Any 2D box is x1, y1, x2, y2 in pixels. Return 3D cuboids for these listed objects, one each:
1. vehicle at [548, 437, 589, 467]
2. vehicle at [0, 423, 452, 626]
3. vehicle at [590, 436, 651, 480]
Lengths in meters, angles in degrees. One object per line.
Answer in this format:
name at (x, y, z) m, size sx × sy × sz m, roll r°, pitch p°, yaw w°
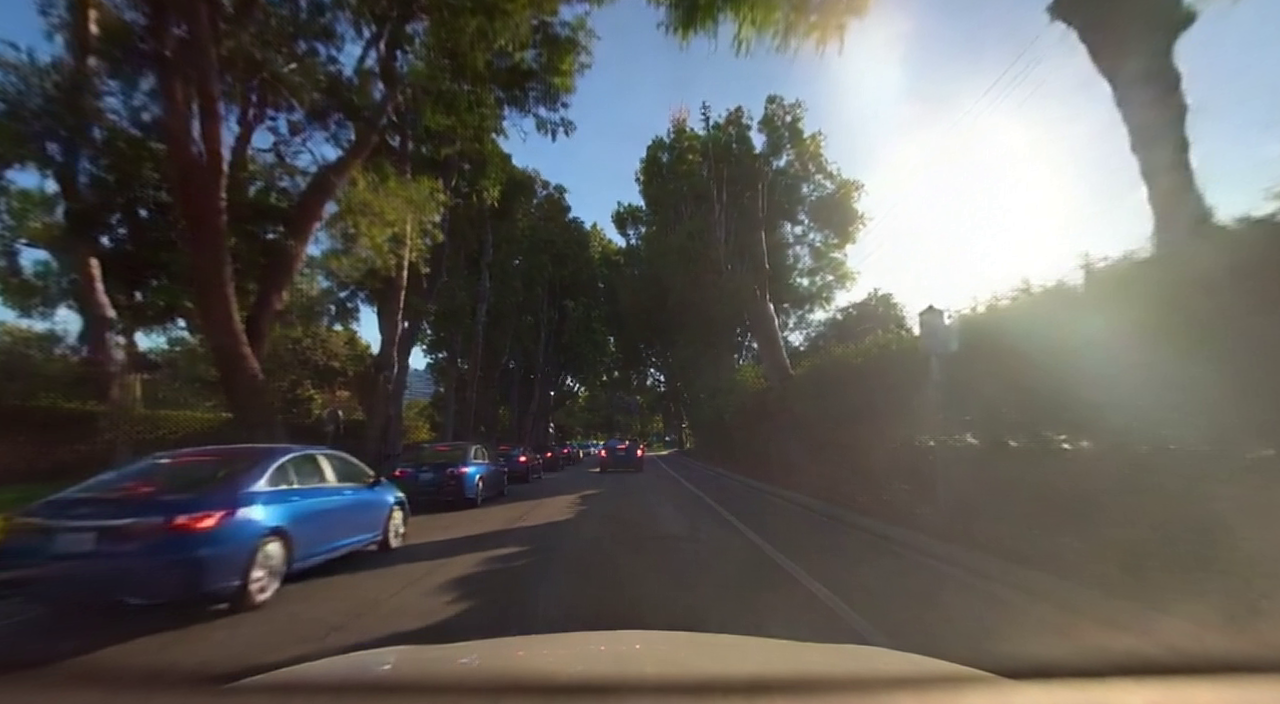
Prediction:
vehicle at (-4.194, 5.944, 37.802) m, size 1.983 × 1.697 × 4.285 m, roll 0°, pitch -8°, yaw -1°
vehicle at (-3.701, 1.569, 6.791) m, size 2.030 × 1.452 × 4.312 m, roll 0°, pitch -8°, yaw 0°
vehicle at (-0.716, 4.007, 24.160) m, size 2.127 × 1.517 × 4.090 m, roll 0°, pitch -8°, yaw -1°
